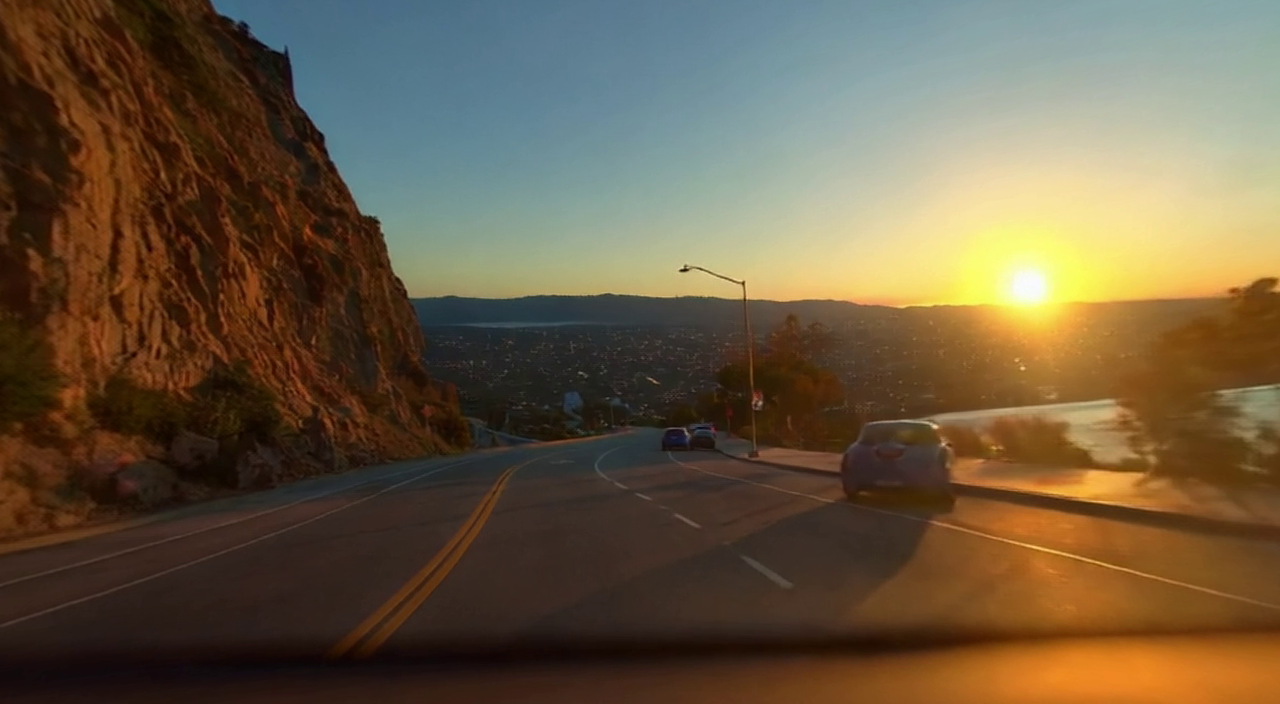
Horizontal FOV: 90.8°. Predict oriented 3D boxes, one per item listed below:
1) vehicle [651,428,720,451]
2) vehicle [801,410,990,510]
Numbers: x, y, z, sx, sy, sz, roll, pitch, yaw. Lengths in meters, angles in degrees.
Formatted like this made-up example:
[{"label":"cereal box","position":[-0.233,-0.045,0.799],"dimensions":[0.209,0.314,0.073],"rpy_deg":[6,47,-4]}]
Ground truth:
[{"label":"vehicle","position":[3.338,6.278,45.619],"dimensions":[4.963,1.585,2.155],"rpy_deg":[6,-10,-42]},{"label":"vehicle","position":[5.367,2.138,12.956],"dimensions":[2.064,1.667,4.453],"rpy_deg":[-8,-11,42]}]
